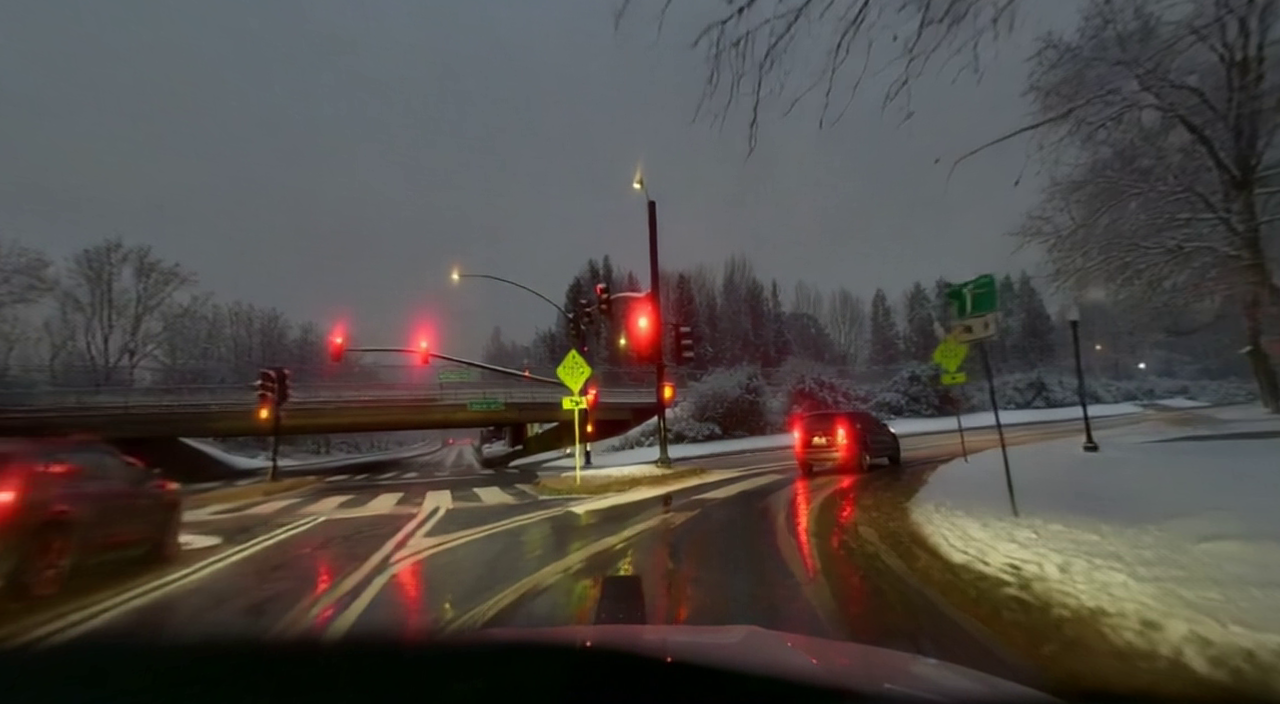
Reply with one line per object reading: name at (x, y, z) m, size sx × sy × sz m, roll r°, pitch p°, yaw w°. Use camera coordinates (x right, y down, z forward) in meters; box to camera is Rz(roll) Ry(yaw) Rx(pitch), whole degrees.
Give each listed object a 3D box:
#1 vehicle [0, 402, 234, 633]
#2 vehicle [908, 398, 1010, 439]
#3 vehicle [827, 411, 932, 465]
vehicle at (-6.019, 1.392, 5.790) m, size 2.066 × 1.672 × 5.581 m, roll 2°, pitch -8°, yaw -14°
vehicle at (16.666, 3.526, 32.948) m, size 5.144 × 1.954 × 2.122 m, roll 4°, pitch -9°, yaw -29°
vehicle at (8.124, 2.901, 21.236) m, size 1.908 × 1.622 × 4.166 m, roll -7°, pitch -11°, yaw 41°
